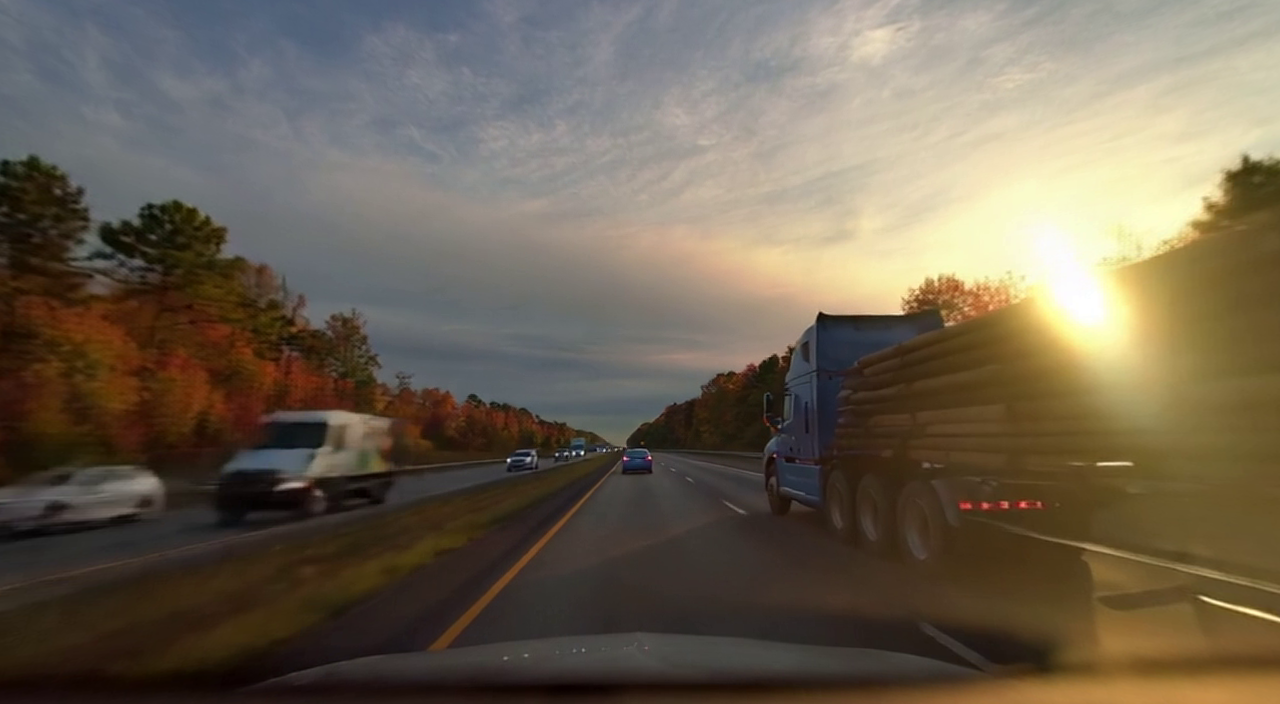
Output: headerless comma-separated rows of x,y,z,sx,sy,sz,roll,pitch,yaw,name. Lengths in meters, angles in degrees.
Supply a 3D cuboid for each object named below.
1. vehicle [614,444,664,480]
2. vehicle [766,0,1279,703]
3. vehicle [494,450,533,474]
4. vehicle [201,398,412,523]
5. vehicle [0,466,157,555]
-0.065,5.051,28.928,2.099,1.506,4.097,-1,-9,-1,vehicle
4.196,0.452,7.576,2.996,3.942,10.600,-1,-9,-1,vehicle
-8.847,7.762,44.262,1.916,1.572,4.056,-1,-9,0,vehicle
-8.588,2.894,17.155,2.451,2.748,6.073,-1,-9,-1,vehicle
-12.932,3.280,13.389,1.935,1.530,4.142,0,-9,-1,vehicle
